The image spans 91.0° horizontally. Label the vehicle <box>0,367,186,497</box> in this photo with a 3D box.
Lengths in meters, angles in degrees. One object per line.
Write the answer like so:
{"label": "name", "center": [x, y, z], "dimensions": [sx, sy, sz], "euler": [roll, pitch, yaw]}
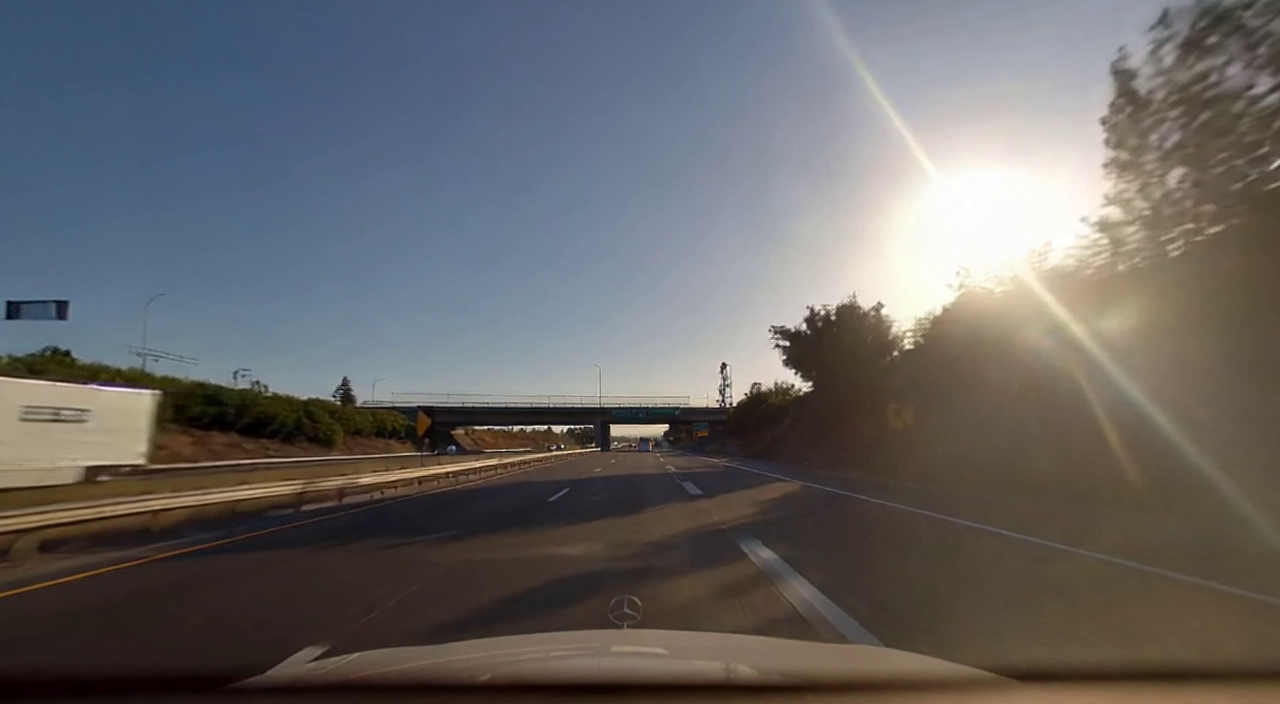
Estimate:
{"label": "vehicle", "center": [-21.048, 2.539, 19.805], "dimensions": [3.001, 3.922, 14.097], "euler": [0, -8, 0]}
